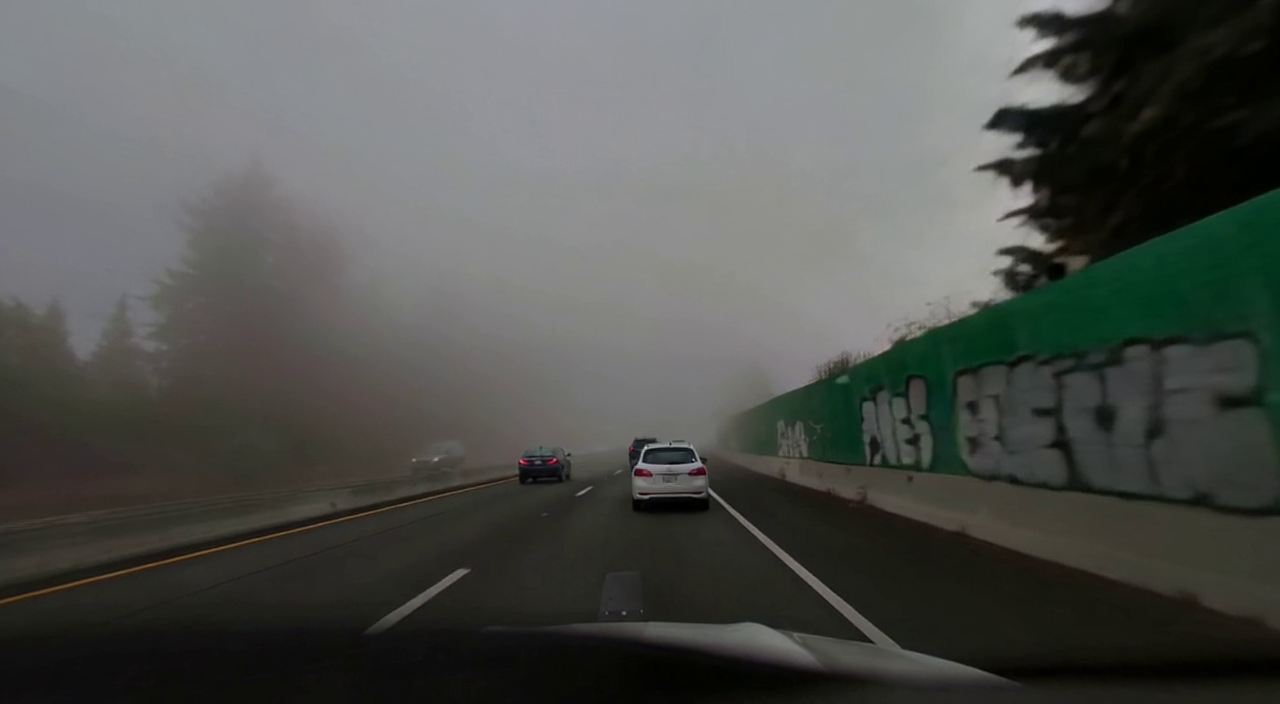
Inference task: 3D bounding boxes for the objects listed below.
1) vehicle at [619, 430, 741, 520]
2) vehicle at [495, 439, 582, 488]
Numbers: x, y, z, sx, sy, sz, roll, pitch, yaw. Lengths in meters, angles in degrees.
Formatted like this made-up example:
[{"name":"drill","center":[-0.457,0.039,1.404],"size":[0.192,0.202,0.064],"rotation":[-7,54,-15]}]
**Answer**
[{"name":"vehicle","center":[0.734,2.394,12.765],"size":[2.077,1.533,3.854],"rotation":[0,-8,2]},{"name":"vehicle","center":[-3.264,3.667,21.117],"size":[2.059,1.471,4.152],"rotation":[0,-8,3]}]
